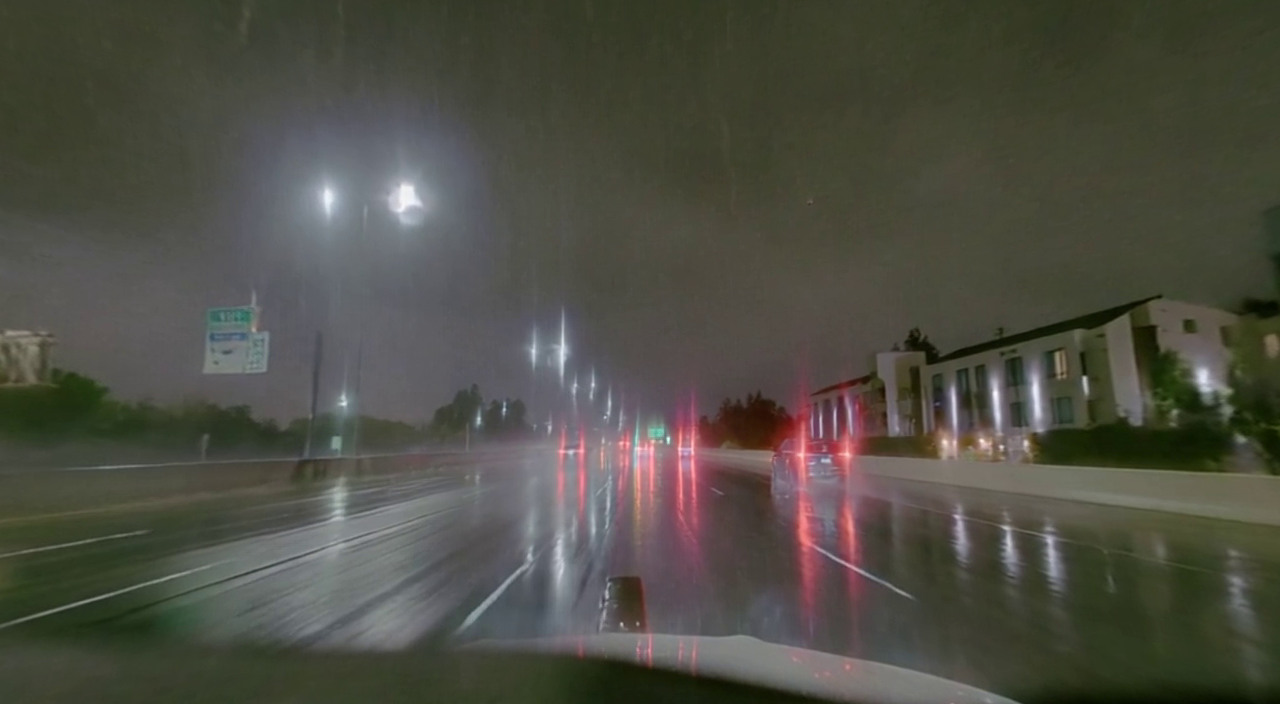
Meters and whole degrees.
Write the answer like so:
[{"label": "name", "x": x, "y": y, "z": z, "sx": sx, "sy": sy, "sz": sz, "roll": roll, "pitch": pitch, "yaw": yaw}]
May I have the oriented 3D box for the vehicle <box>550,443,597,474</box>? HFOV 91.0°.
[{"label": "vehicle", "x": -3.686, "y": 6.022, "z": 35.721, "sx": 2.195, "sy": 1.630, "sz": 4.336, "roll": 0, "pitch": -9, "yaw": 0}]
